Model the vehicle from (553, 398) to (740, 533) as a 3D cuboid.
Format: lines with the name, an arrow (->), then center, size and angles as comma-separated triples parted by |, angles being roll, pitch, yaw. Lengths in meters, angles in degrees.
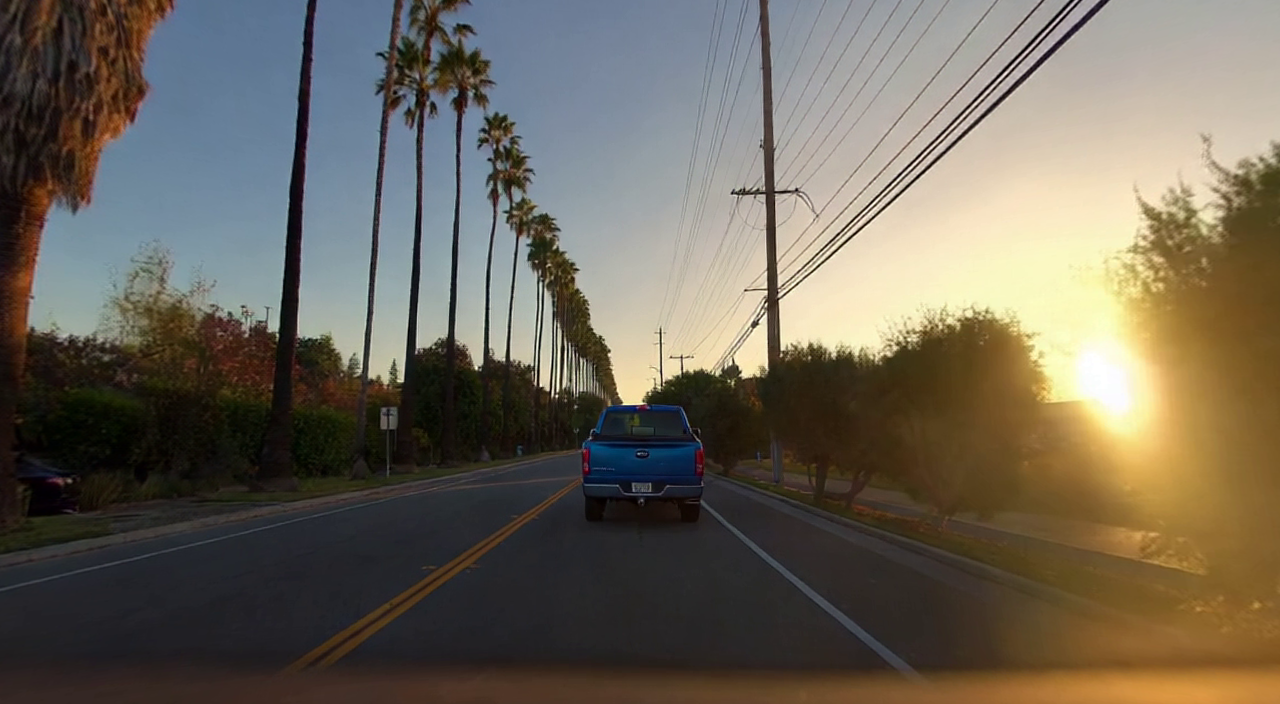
vehicle -> 0.068, 2.143, 12.451 | 2.803, 2.005, 5.885 | 0, -8, -1
